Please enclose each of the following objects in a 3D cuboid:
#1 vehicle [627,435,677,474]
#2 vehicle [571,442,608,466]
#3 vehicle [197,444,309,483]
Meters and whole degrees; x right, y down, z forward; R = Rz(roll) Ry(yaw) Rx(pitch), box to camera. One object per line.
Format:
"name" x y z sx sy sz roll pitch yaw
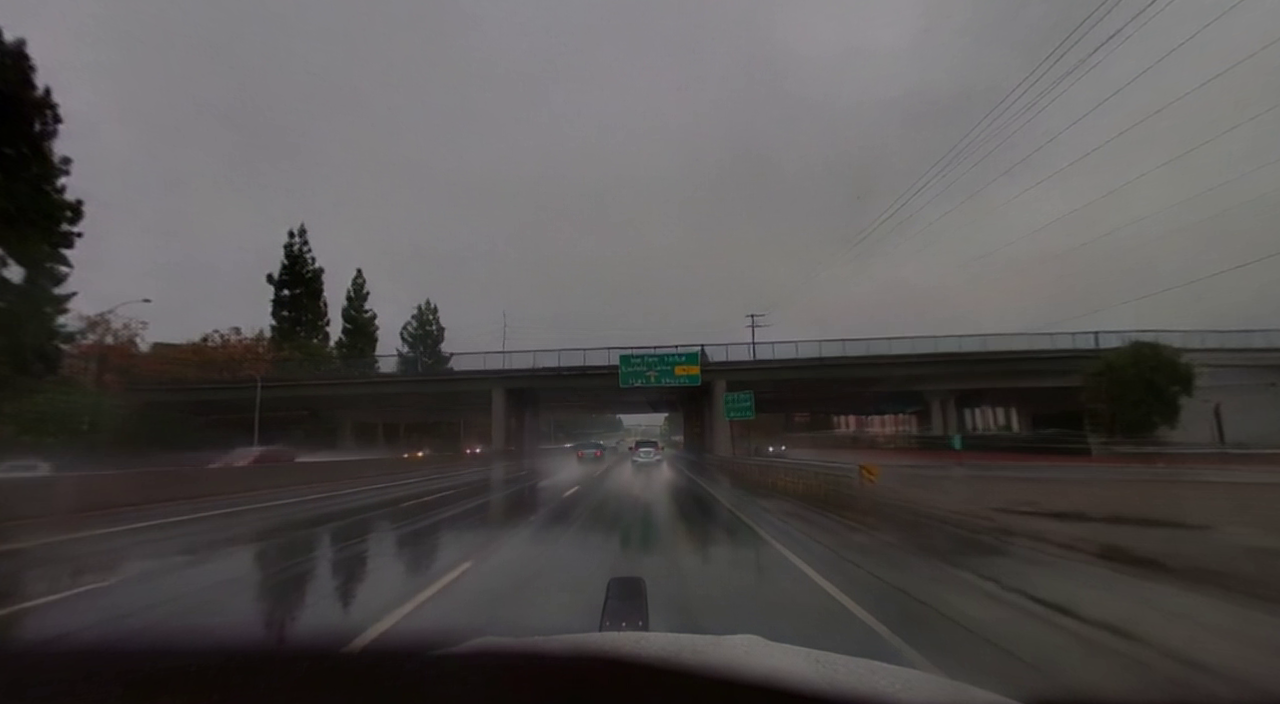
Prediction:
"vehicle" 0.535 4.783 29.600 2.152 1.697 4.066 0 -8 0
"vehicle" -3.278 6.783 42.129 2.056 1.464 4.564 0 -8 1
"vehicle" -17.134 4.932 28.270 1.903 1.538 4.866 0 -8 0
